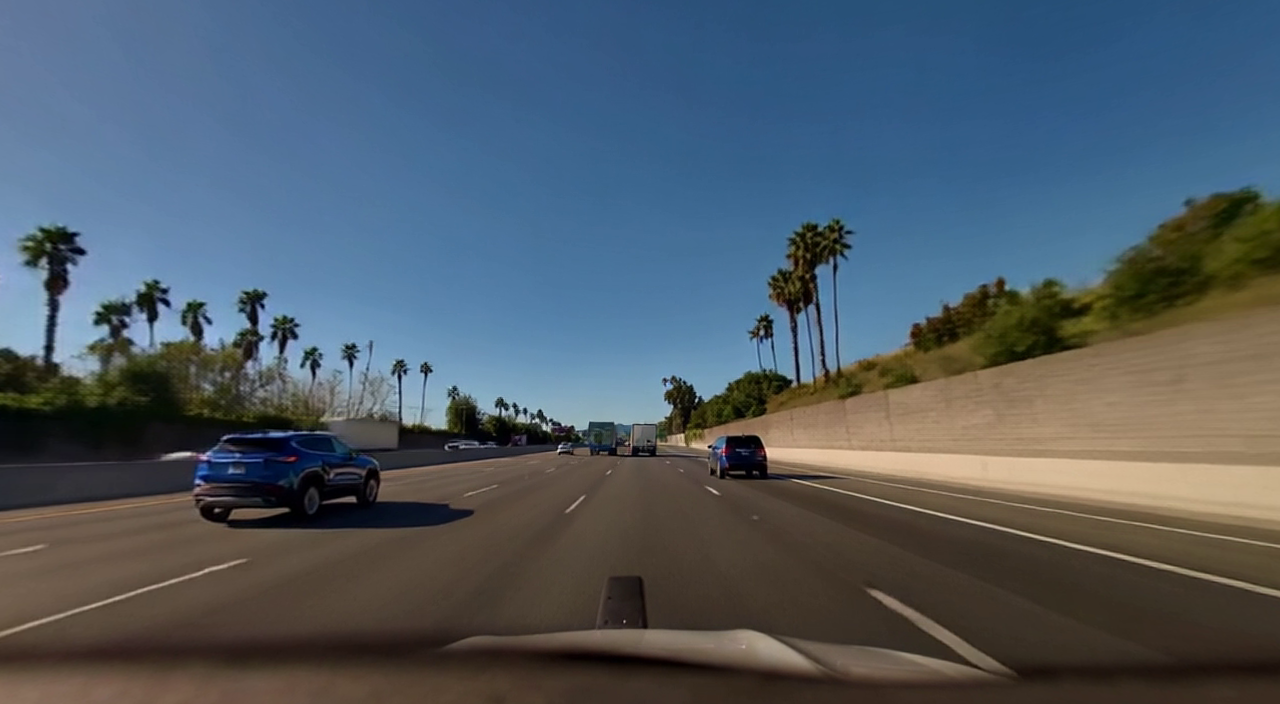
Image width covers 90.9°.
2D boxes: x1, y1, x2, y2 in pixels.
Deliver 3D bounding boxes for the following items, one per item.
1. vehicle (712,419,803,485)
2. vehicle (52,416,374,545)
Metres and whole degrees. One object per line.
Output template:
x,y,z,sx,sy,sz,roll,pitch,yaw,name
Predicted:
4.226,3.722,23.753,2.408,2.210,4.999,0,-8,0,vehicle
-6.992,2.144,11.274,2.289,1.774,4.871,0,-8,0,vehicle
